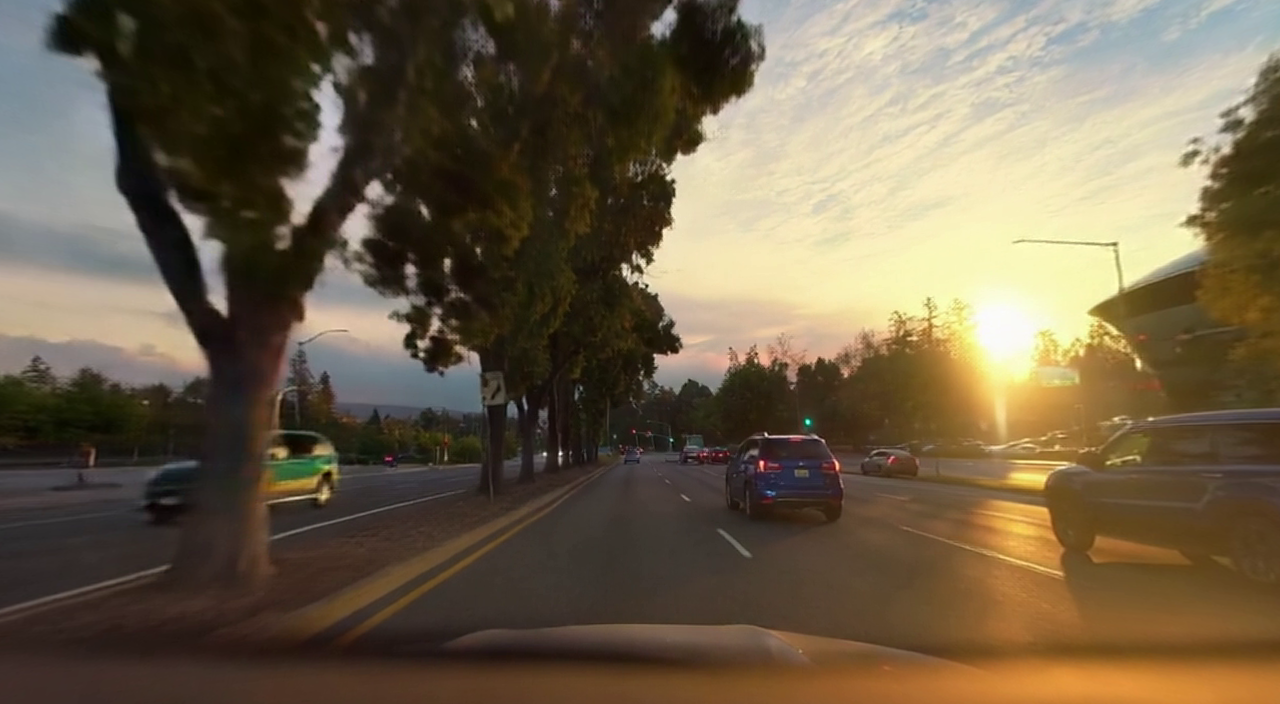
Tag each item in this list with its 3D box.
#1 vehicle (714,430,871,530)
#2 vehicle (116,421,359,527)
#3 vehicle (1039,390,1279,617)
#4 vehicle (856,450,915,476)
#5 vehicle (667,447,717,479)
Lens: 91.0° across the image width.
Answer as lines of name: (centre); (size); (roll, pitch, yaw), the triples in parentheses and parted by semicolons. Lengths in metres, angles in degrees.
vehicle: (2.878, 2.517, 12.967); (2.075, 1.698, 4.142); (0, -9, -2)
vehicle: (-9.194, 2.819, 15.201); (2.215, 2.062, 5.360); (0, -9, 1)
vehicle: (6.226, 1.306, 5.647); (2.153, 1.811, 4.595); (0, -9, -1)
vehicle: (14.850, 6.711, 38.313); (1.815, 1.493, 4.135); (0, -9, -1)
vehicle: (2.513, 5.475, 31.325); (1.980, 1.484, 4.093); (0, -9, -2)
